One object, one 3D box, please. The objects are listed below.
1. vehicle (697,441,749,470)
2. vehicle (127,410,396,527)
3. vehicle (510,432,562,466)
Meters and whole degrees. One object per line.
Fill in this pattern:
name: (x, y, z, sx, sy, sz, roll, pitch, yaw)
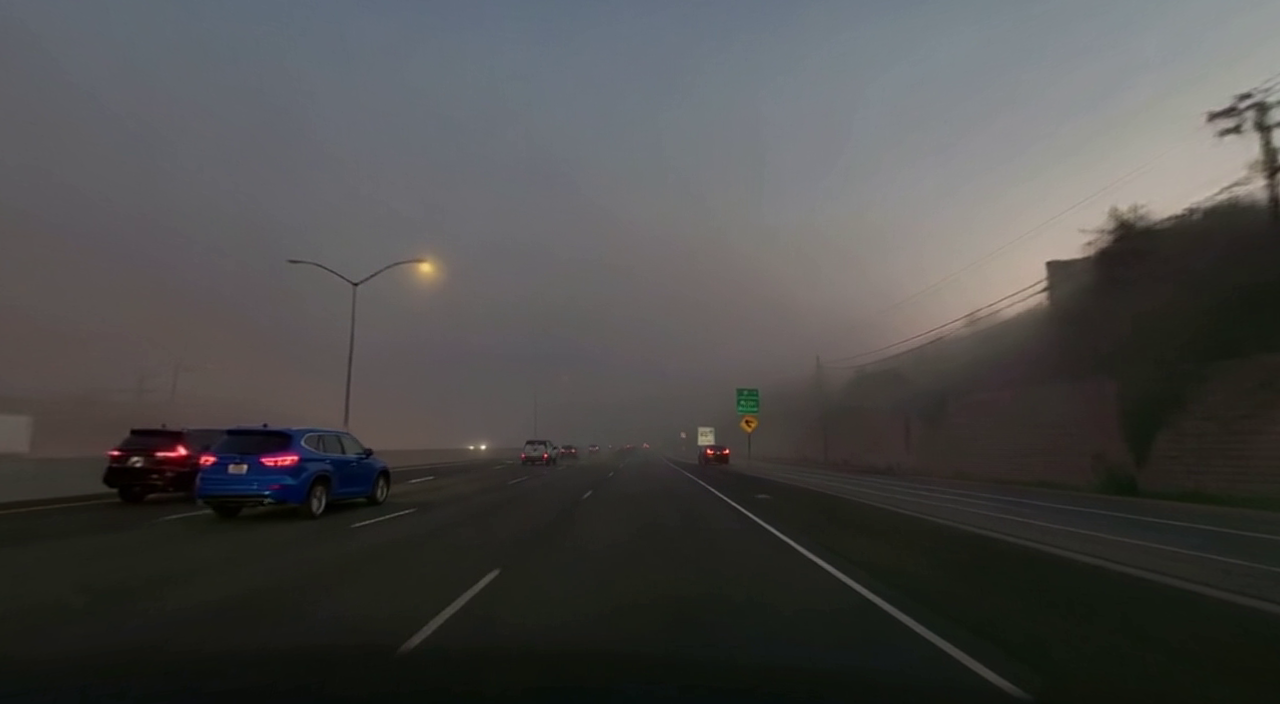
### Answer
vehicle: (4.535, 5.768, 35.272, 2.251, 1.520, 4.550, 1, -9, -1)
vehicle: (-6.487, 2.070, 11.642, 2.058, 1.698, 4.567, 0, -9, 1)
vehicle: (-6.225, 5.881, 38.223, 2.255, 1.934, 4.868, 0, -9, 1)
